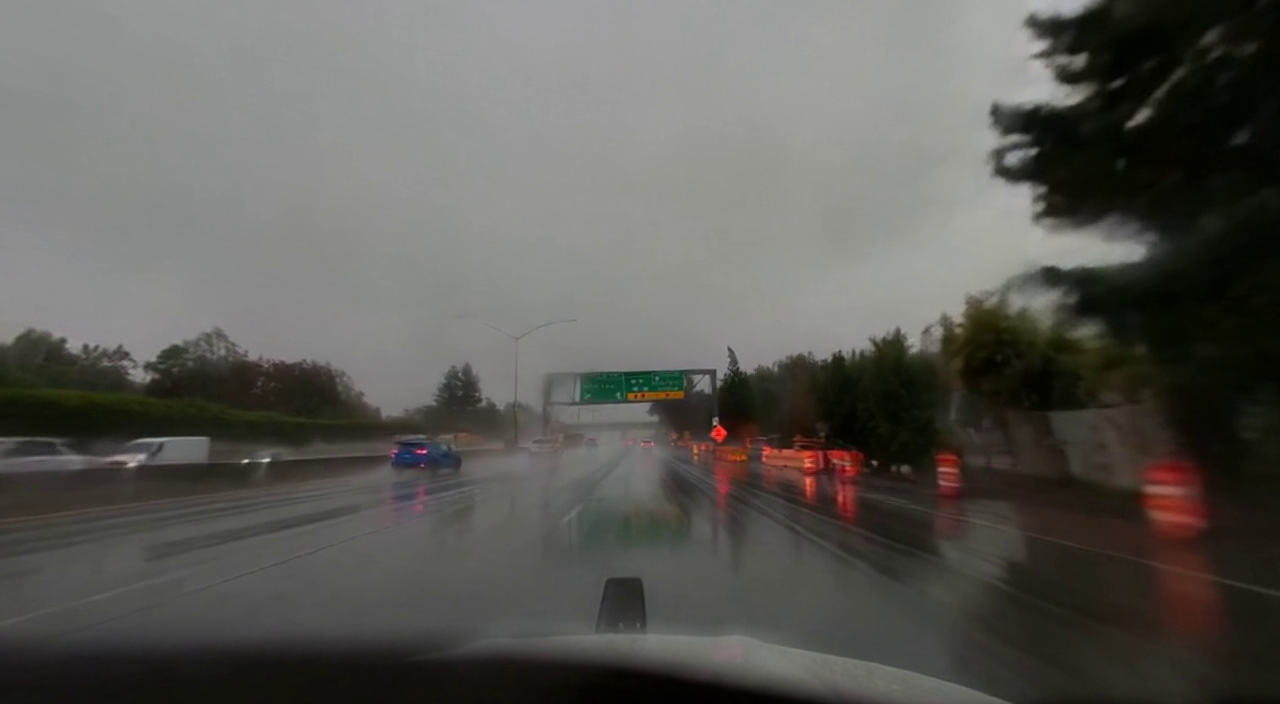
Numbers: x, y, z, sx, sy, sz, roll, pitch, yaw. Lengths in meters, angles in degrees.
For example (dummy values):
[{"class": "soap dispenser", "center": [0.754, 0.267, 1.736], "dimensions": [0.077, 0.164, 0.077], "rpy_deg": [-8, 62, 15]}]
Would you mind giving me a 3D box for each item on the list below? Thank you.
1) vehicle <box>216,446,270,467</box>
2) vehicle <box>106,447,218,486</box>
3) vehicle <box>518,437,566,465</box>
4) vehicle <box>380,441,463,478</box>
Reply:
[{"class": "vehicle", "center": [-30.207, 7.934, 47.990], "dimensions": [1.674, 1.475, 3.691], "rpy_deg": [0, -9, 0]}, {"class": "vehicle", "center": [-19.164, 4.564, 25.453], "dimensions": [1.601, 1.423, 3.606], "rpy_deg": [0, -9, 2]}, {"class": "vehicle", "center": [-6.488, 6.619, 42.085], "dimensions": [2.402, 1.733, 4.512], "rpy_deg": [0, -9, 1]}, {"class": "vehicle", "center": [-9.795, 4.862, 28.692], "dimensions": [2.122, 1.511, 4.576], "rpy_deg": [0, -9, 0]}]
